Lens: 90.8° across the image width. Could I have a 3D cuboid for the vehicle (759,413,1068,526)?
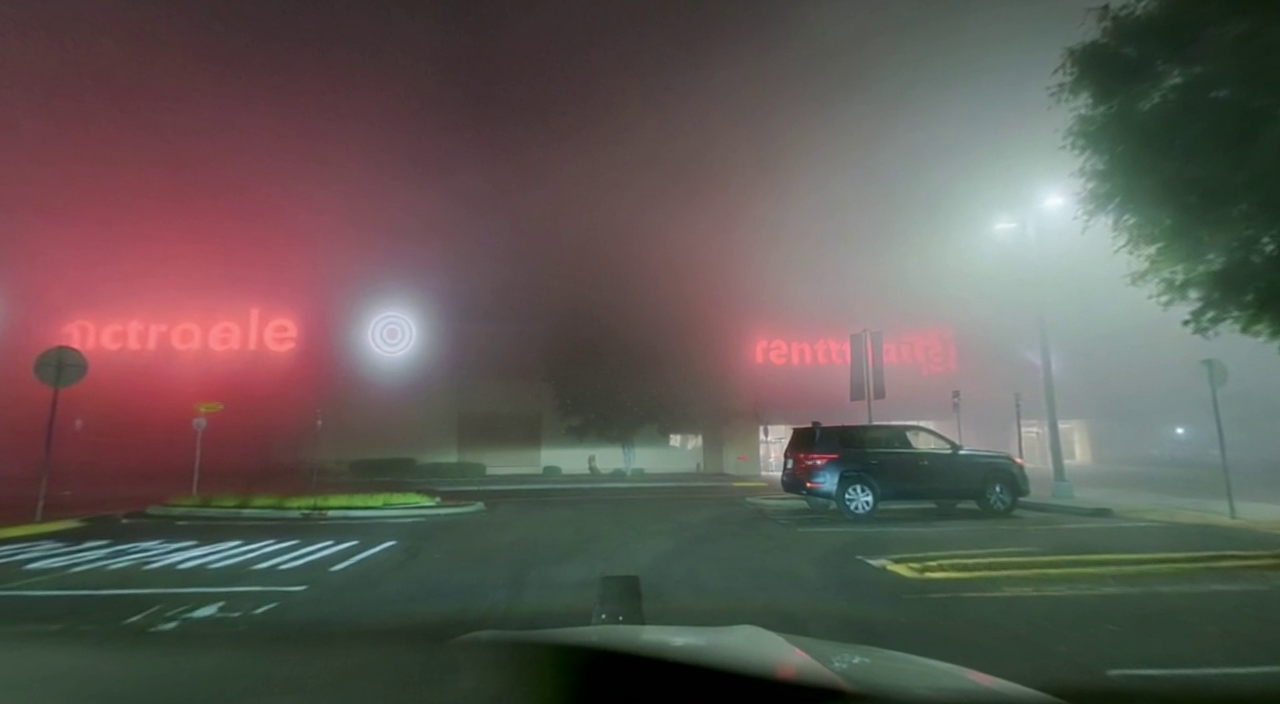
[{"bbox_3d":[5.077,2.220,12.315,4.864,1.916,2.413,1,-8,-6],"label":"vehicle"}]
